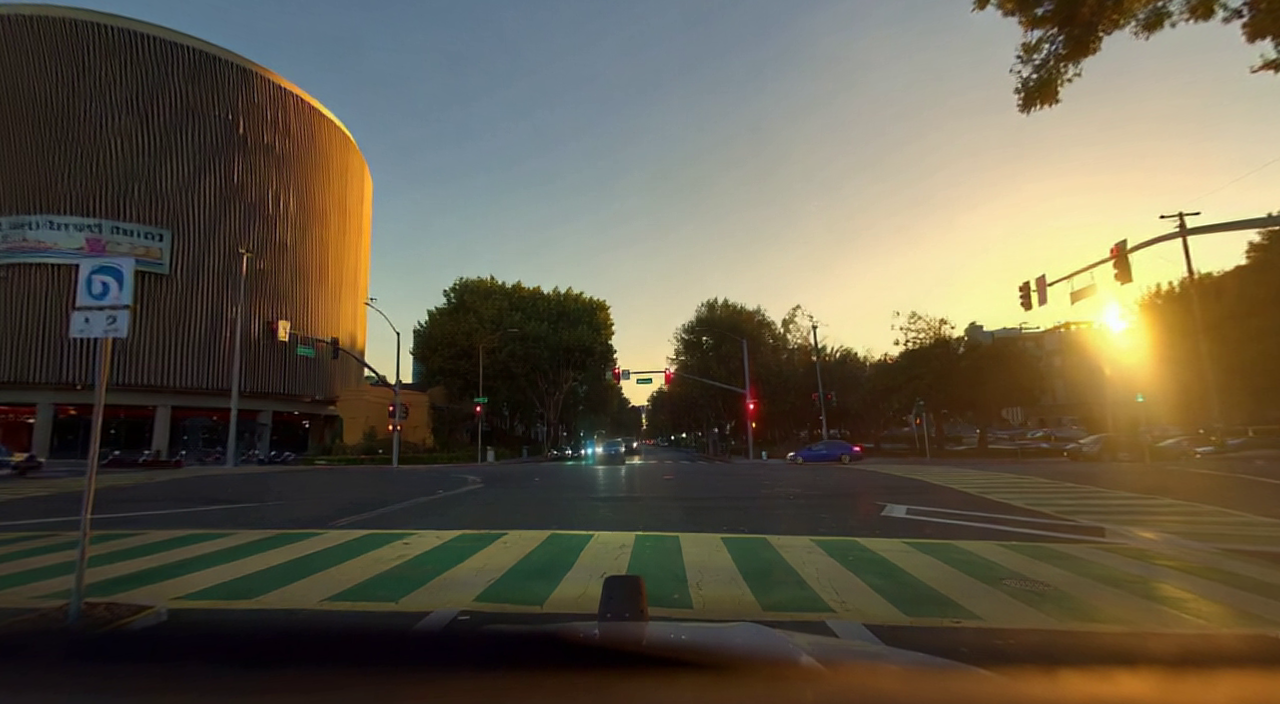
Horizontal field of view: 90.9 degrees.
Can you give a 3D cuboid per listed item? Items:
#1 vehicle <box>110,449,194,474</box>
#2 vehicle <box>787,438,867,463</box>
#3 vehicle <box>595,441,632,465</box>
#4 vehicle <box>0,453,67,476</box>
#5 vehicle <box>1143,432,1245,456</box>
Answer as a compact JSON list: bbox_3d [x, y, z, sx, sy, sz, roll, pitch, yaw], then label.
[{"bbox_3d":[-33.074,7.408,42.759,4.136,1.661,1.857,0,-8,1],"label":"vehicle"},{"bbox_3d":[11.659,6.174,39.548,4.529,1.457,1.981,-2,-9,9],"label":"vehicle"},{"bbox_3d":[-1.835,6.644,41.753,2.280,1.454,4.836,1,-8,-4],"label":"vehicle"},{"bbox_3d":[-41.645,7.634,42.771,3.698,1.467,1.779,0,-8,1],"label":"vehicle"},{"bbox_3d":[36.150,6.020,41.200,4.767,1.456,1.858,0,-8,2],"label":"vehicle"}]
